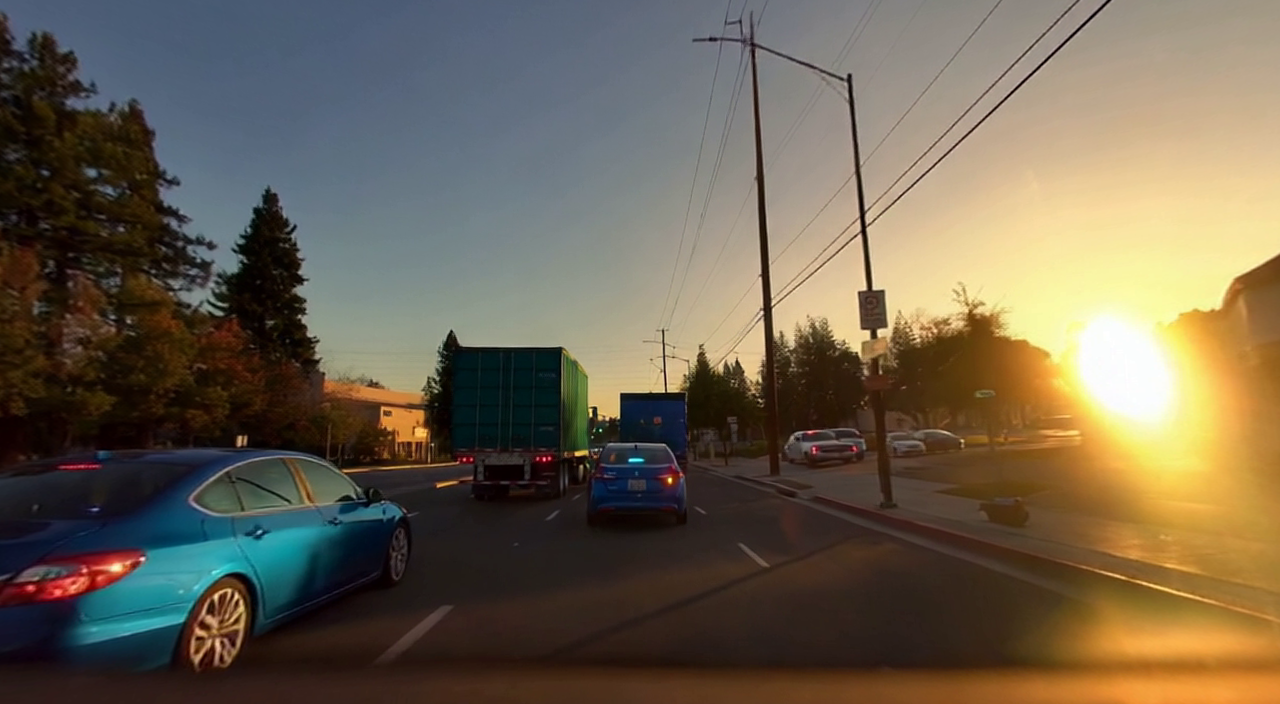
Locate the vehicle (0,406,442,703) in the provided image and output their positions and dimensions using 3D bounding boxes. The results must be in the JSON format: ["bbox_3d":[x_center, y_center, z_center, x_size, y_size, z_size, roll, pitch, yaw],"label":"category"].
[{"bbox_3d":[-3.050,1.240,4.279,1.969,1.471,4.378,0,-8,0],"label":"vehicle"}]

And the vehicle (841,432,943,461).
[{"bbox_3d":[13.214,4.991,33.117,4.574,1.478,1.880,0,-8,3],"label":"vehicle"}]

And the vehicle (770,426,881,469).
[{"bbox_3d":[8.670,4.513,29.781,2.061,1.845,4.829,5,-10,-32],"label":"vehicle"}]

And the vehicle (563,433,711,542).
[{"bbox_3d":[-0.074,2.199,10.880,2.067,1.506,4.118,0,-8,-1],"label":"vehicle"}]

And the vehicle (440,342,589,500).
[{"bbox_3d":[-3.287,2.157,18.697,3.020,3.800,7.105,0,-8,-1],"label":"vehicle"}]
